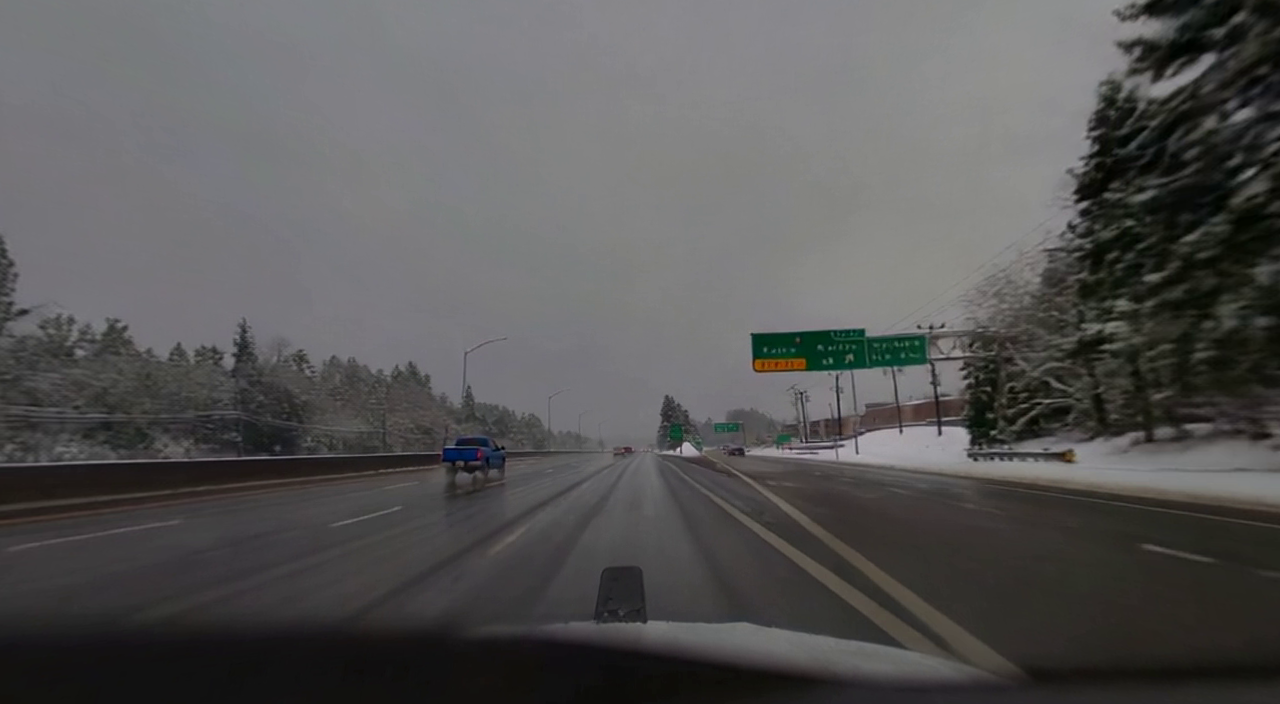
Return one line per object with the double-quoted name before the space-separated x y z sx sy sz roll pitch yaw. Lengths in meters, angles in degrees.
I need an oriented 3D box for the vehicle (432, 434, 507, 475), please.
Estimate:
"vehicle" -9.960 6.056 37.345 2.667 2.213 6.081 -1 -8 1
